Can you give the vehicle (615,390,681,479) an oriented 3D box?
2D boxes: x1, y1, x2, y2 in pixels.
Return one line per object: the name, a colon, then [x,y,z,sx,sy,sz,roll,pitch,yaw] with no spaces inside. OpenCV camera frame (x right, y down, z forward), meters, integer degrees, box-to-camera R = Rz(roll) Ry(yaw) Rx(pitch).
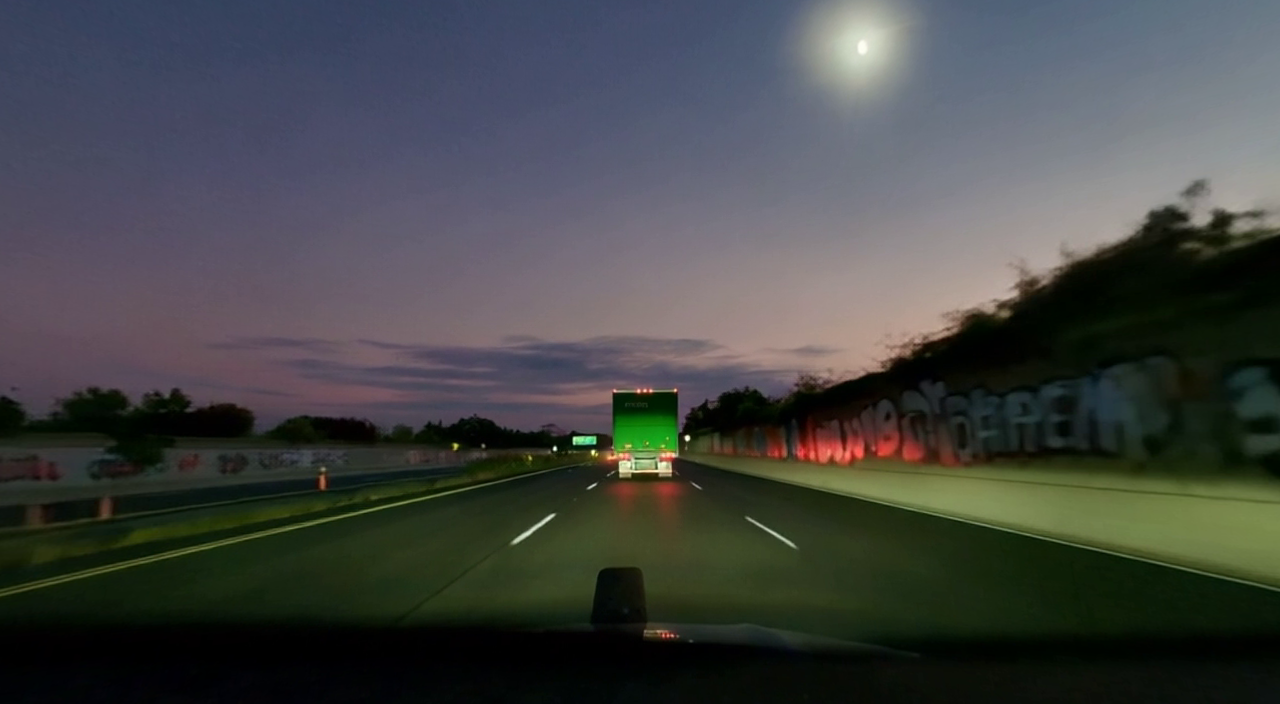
vehicle: [0.250,4.447,33.266,2.900,3.955,10.151,0,-9,-1]
